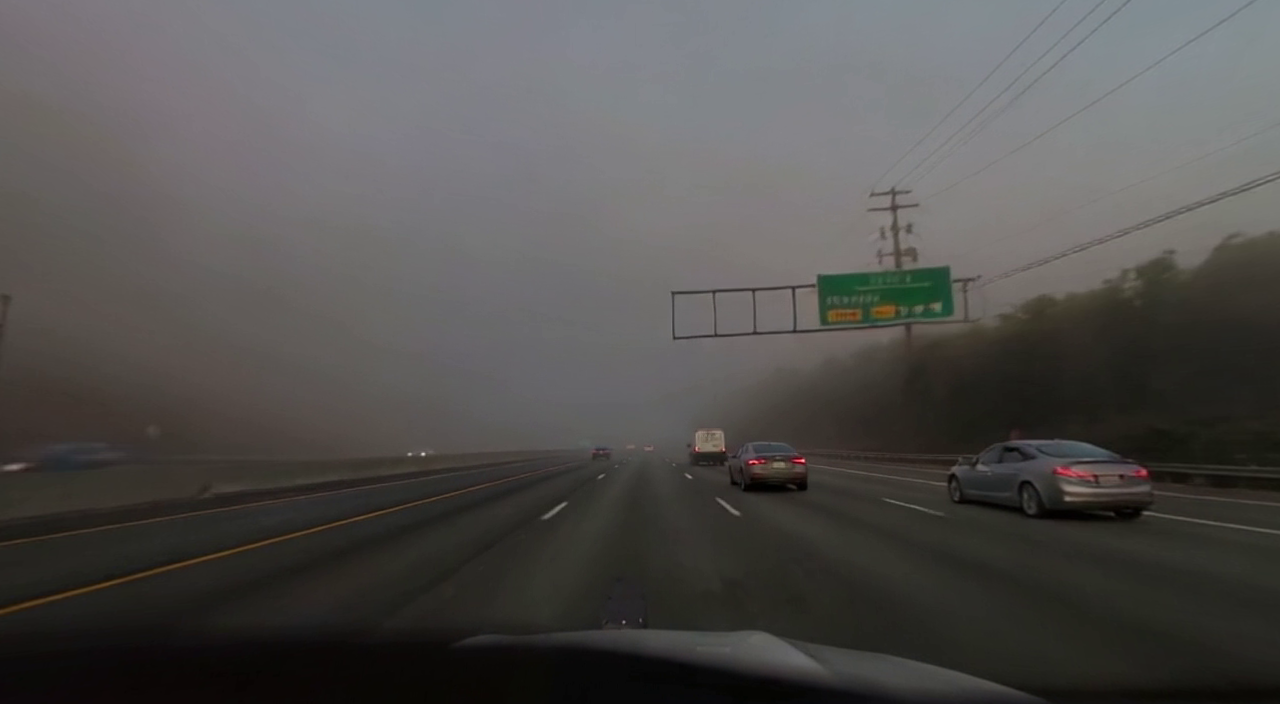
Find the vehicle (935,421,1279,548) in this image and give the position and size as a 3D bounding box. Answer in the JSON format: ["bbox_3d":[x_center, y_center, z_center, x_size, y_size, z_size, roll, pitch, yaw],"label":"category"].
[{"bbox_3d":[6.949,1.972,10.191,1.988,1.518,4.856,-1,-8,0],"label":"vehicle"}]

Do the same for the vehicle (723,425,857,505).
[{"bbox_3d":[3.427,2.693,15.447,2.146,1.639,4.475,0,-8,-1],"label":"vehicle"}]

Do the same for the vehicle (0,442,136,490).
[{"bbox_3d":[-22.299,4.272,24.086,2.015,1.591,4.872,-1,-8,1],"label":"vehicle"}]

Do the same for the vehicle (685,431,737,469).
[{"bbox_3d":[4.040,5.680,36.833,2.442,2.022,5.466,-1,-8,0],"label":"vehicle"}]
